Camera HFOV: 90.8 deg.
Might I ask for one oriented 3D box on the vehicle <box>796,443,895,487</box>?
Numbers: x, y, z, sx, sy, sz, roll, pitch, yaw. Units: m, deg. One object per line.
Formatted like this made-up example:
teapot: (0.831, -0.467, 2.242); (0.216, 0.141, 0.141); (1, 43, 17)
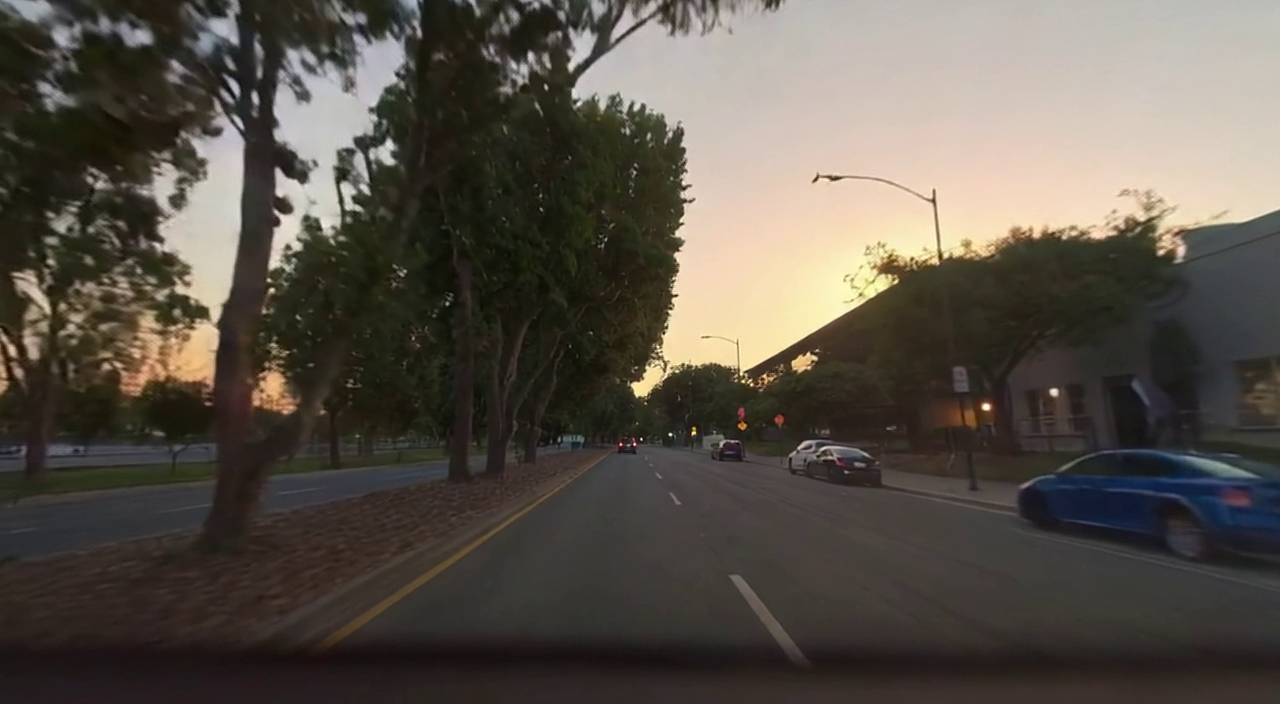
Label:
vehicle: (7.378, 4.084, 23.254); (2.024, 1.447, 4.665); (0, -8, 0)

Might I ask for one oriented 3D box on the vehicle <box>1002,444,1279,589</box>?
vehicle: (7.431, 2.016, 8.777); (1.991, 1.446, 4.685); (0, -8, -1)
